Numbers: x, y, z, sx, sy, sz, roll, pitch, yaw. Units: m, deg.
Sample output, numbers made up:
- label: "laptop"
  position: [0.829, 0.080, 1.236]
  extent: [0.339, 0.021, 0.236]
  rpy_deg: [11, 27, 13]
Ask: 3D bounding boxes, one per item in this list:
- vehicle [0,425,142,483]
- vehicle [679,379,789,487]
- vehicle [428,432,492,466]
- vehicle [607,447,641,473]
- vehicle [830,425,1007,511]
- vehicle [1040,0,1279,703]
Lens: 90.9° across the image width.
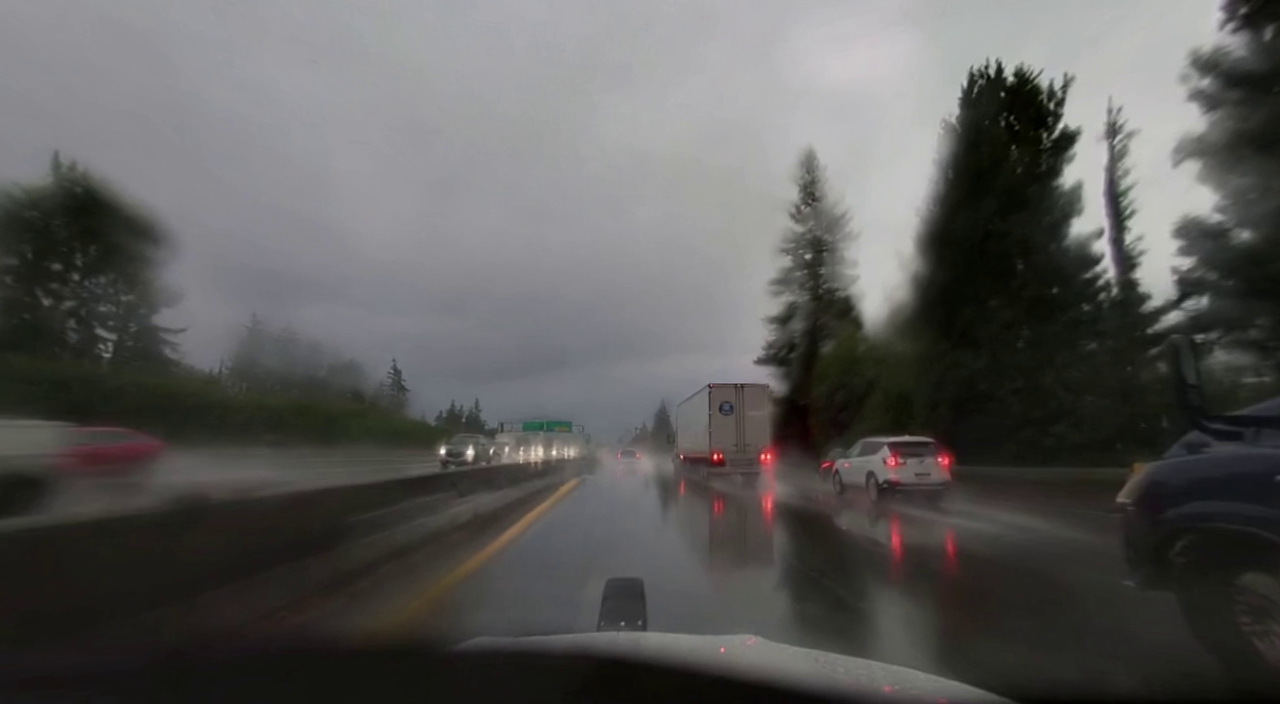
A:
- label: "vehicle"
  position: [-16.065, 2.779, 17.263]
  extent: [1.788, 1.405, 3.707]
  rpy_deg: [0, -9, -1]
- label: "vehicle"
  position: [3.909, 4.068, 30.363]
  extent: [2.890, 4.006, 14.039]
  rpy_deg: [0, -9, -1]
- label: "vehicle"
  position: [-9.042, 4.938, 32.037]
  extent: [2.011, 1.632, 4.371]
  rpy_deg: [0, -9, -1]
- label: "vehicle"
  position: [-1.073, 7.102, 41.703]
  extent: [2.111, 1.599, 3.859]
  rpy_deg: [0, -9, -2]
- label: "vehicle"
  position: [6.880, 2.943, 16.385]
  extent: [2.128, 1.872, 5.043]
  rpy_deg: [0, -9, -2]
- label: "vehicle"
  position: [3.808, -0.285, 0.301]
  extent: [2.998, 3.843, 6.178]
  rpy_deg: [0, -9, 0]
